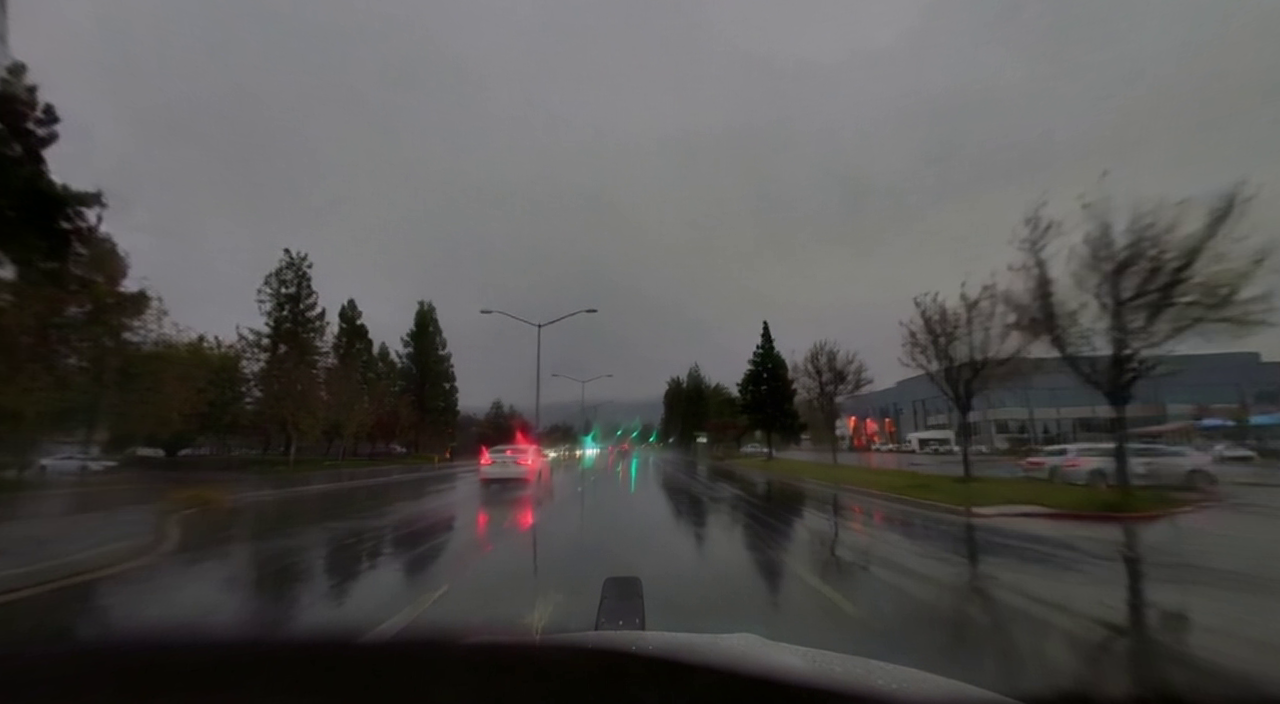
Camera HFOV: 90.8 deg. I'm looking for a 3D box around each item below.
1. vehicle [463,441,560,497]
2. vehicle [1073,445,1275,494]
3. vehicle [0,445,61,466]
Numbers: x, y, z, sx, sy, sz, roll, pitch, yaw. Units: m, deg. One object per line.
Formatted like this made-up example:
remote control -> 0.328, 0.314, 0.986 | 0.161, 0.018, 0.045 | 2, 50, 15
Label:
vehicle -> -3.702, 3.446, 19.047 | 2.003, 1.454, 4.484 | 0, -9, 0
vehicle -> 16.215, 3.566, 19.381 | 4.341, 1.412, 2.035 | 0, -9, -1
vehicle -> -46.145, 7.694, 46.727 | 4.508, 1.446, 2.058 | -1, -9, -1
